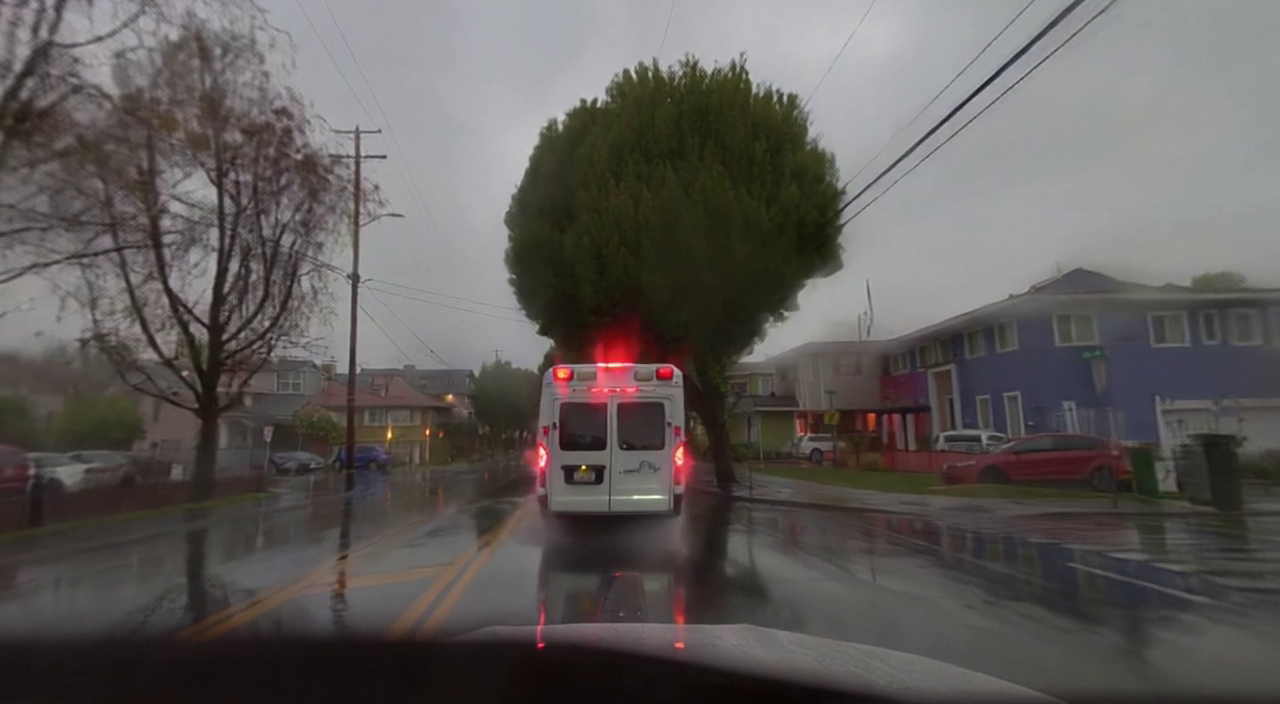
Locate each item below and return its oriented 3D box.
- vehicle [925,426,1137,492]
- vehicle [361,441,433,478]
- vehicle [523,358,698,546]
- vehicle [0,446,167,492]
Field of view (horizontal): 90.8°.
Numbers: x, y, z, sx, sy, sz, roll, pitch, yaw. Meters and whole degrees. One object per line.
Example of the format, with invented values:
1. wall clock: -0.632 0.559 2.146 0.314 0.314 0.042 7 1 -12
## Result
1. vehicle: 12.520 3.491 20.700 5.270 1.966 2.329 -2 -8 10
2. vehicle: -13.037 5.667 33.732 2.290 1.776 4.947 6 -10 -36
3. vehicle: -0.411 1.804 11.753 2.444 2.640 5.482 0 -8 0
4. vehicle: -19.437 4.004 21.904 4.412 1.468 1.914 0 -8 -3
